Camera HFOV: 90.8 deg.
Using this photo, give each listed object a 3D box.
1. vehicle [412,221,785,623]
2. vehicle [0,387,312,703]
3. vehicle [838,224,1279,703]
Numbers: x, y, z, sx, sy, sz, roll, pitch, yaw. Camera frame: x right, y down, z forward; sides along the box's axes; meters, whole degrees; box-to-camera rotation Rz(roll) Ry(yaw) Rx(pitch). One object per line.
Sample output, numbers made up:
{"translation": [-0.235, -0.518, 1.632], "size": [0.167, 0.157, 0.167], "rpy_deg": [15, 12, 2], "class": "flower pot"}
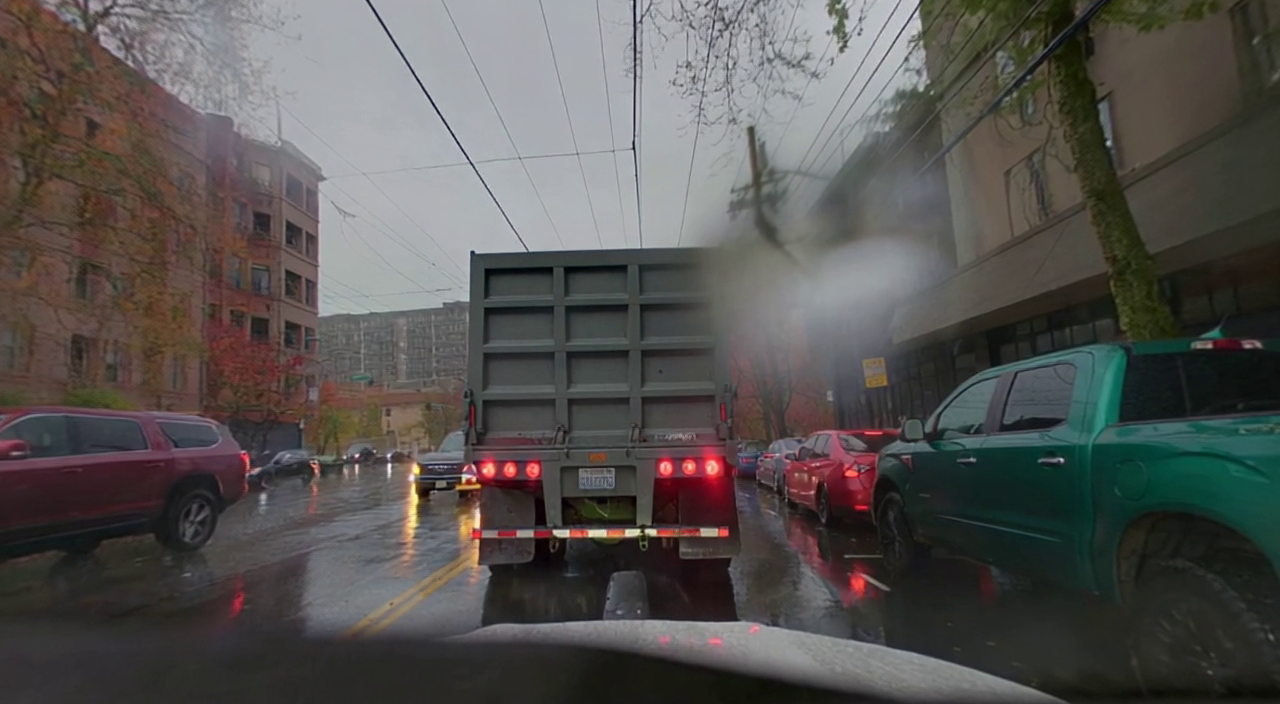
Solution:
{"translation": [-0.221, 1.101, 9.177], "size": [2.878, 3.204, 8.244], "rpy_deg": [0, -8, 2], "class": "vehicle"}
{"translation": [-4.116, 1.095, 3.662], "size": [1.988, 1.657, 4.492], "rpy_deg": [0, -8, 0], "class": "vehicle"}
{"translation": [3.238, 0.847, 3.858], "size": [2.242, 1.979, 5.722], "rpy_deg": [0, -8, 1], "class": "vehicle"}
